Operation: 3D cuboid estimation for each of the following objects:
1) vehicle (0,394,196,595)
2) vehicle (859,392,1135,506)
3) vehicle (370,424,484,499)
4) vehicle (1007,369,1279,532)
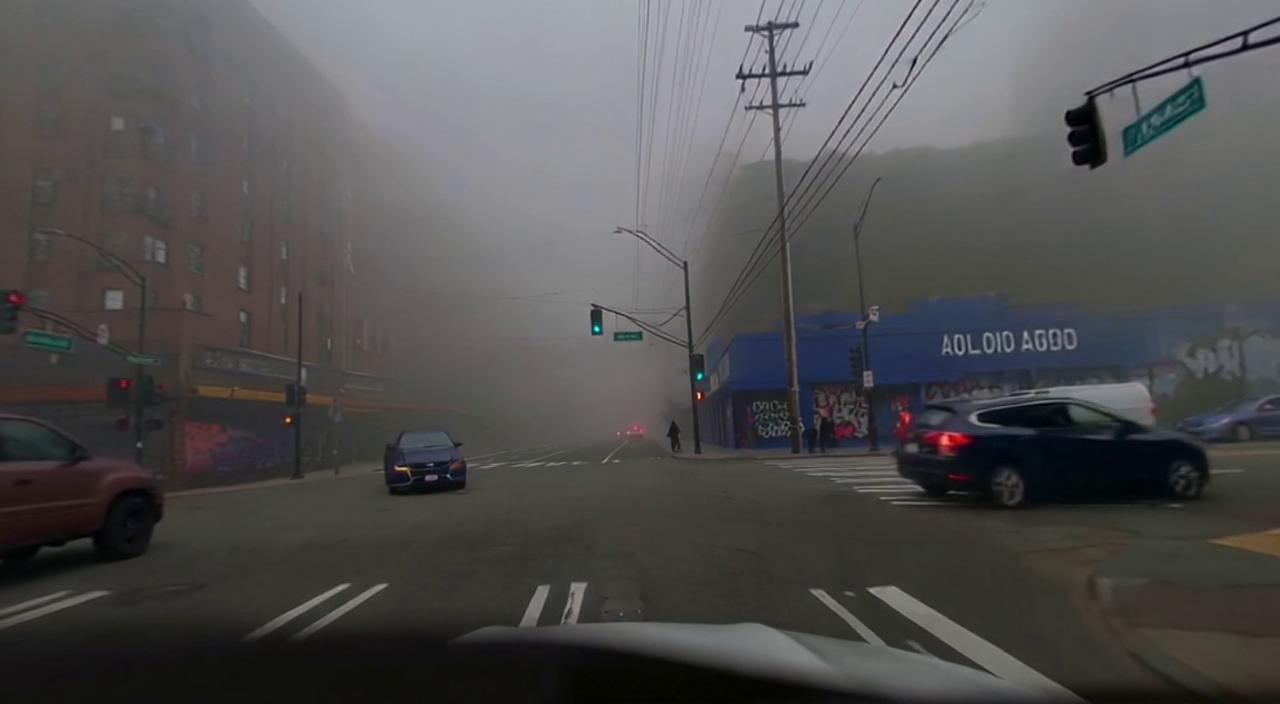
[{"bbox_3d":[-6.678,1.316,5.983,2.063,1.751,4.229,0,-8,-4],"label":"vehicle"},{"bbox_3d":[6.086,1.524,10.731,4.260,1.497,2.059,1,-7,-29],"label":"vehicle"},{"bbox_3d":[-5.154,2.480,14.895,2.097,1.457,4.439,3,-8,-24],"label":"vehicle"},{"bbox_3d":[7.513,1.177,7.908,4.714,1.686,1.973,1,-8,-8],"label":"vehicle"}]
